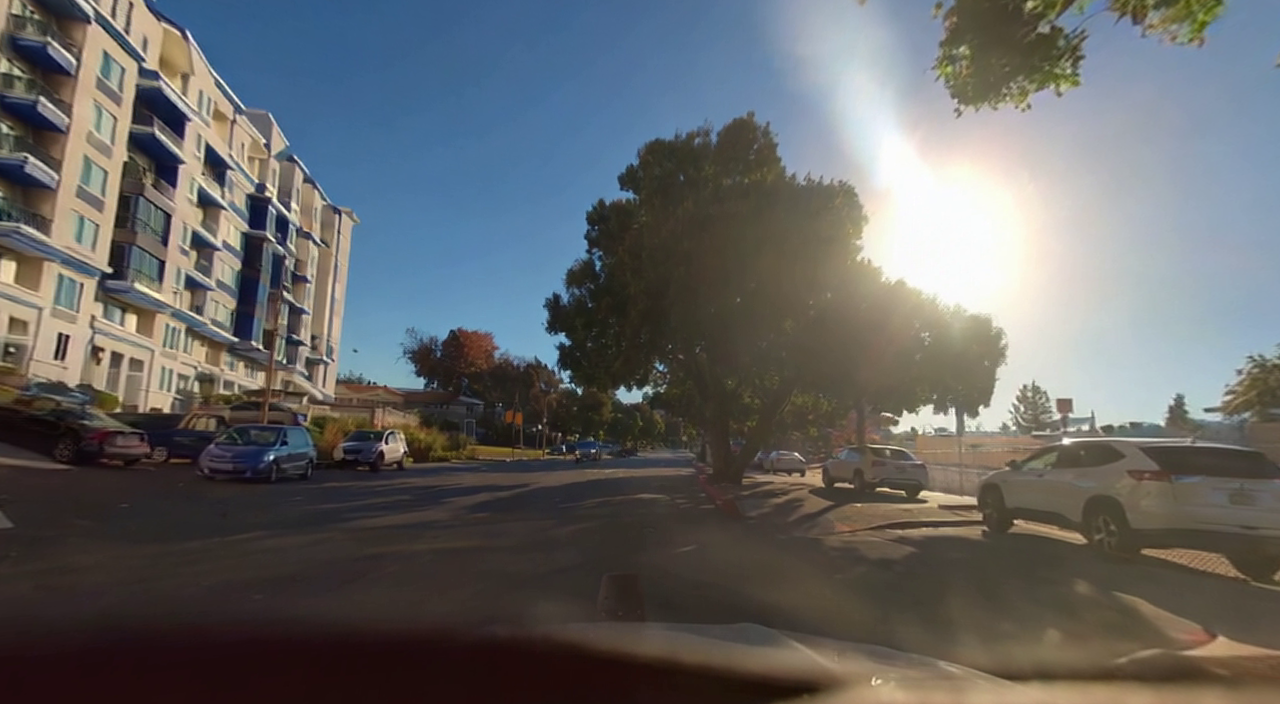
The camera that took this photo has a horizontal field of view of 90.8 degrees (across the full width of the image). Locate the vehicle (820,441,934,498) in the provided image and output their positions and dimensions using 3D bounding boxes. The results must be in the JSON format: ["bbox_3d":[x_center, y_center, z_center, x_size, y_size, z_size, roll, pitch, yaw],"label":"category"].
[{"bbox_3d":[7.936,3.957,21.761,1.917,1.704,4.840,0,-8,-2],"label":"vehicle"}]

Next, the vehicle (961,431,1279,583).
[{"bbox_3d":[7.512,2.220,10.142,2.181,1.792,5.066,0,-8,2],"label":"vehicle"}]

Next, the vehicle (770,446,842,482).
[{"bbox_3d":[7.877,5.368,30.559,2.122,1.554,4.777,0,-8,-1],"label":"vehicle"}]

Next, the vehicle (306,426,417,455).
[{"bbox_3d":[-13.575,4.362,31.029,4.603,1.335,1.889,1,-8,-8],"label":"vehicle"}]

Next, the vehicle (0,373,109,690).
[{"bbox_3d":[-4.401,0.692,1.438,2.285,1.712,5.200,1,-8,-7],"label":"vehicle"}]

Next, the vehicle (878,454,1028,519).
[{"bbox_3d":[7.826,3.362,16.315,1.900,1.368,4.176,-1,-8,3],"label":"vehicle"}]

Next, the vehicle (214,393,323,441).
[{"bbox_3d":[-18.698,3.289,31.818,4.598,1.645,2.019,7,-5,20],"label":"vehicle"}]
